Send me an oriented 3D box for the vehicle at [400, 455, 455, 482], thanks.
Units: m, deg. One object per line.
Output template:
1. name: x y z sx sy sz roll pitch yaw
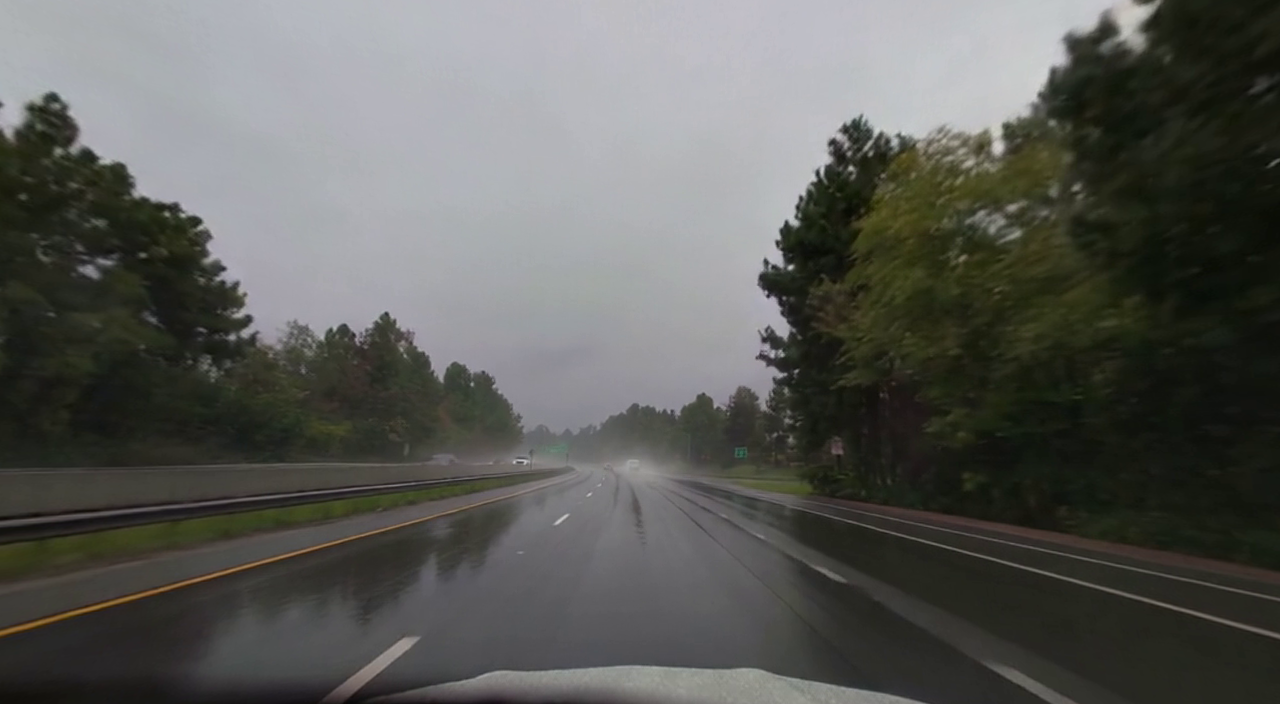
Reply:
1. vehicle: -12.844 7.089 38.383 1.869 1.509 4.350 1 -10 -1
